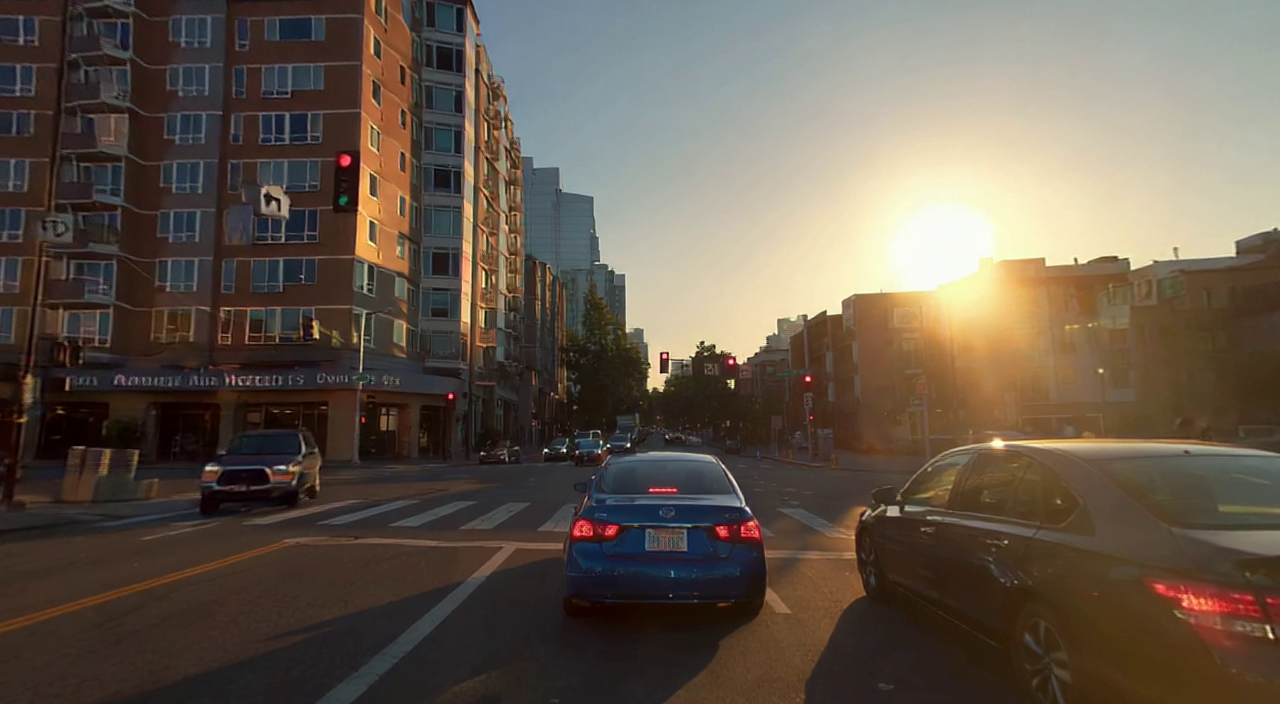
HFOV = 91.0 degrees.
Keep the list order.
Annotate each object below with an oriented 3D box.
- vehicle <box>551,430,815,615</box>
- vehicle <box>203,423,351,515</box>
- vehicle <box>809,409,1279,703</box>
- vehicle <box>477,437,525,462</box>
[{"bbox_3d":[0.251,1.678,7.195,2.132,1.464,4.089,0,-8,-3],"label":"vehicle"},{"bbox_3d":[-9.490,2.882,16.154,2.338,1.889,5.998,6,-11,-37],"label":"vehicle"},{"bbox_3d":[2.810,1.285,4.561,1.961,1.498,4.356,0,-8,0],"label":"vehicle"},{"bbox_3d":[-9.401,6.635,42.909,2.030,1.596,3.912,-1,-8,5],"label":"vehicle"}]
